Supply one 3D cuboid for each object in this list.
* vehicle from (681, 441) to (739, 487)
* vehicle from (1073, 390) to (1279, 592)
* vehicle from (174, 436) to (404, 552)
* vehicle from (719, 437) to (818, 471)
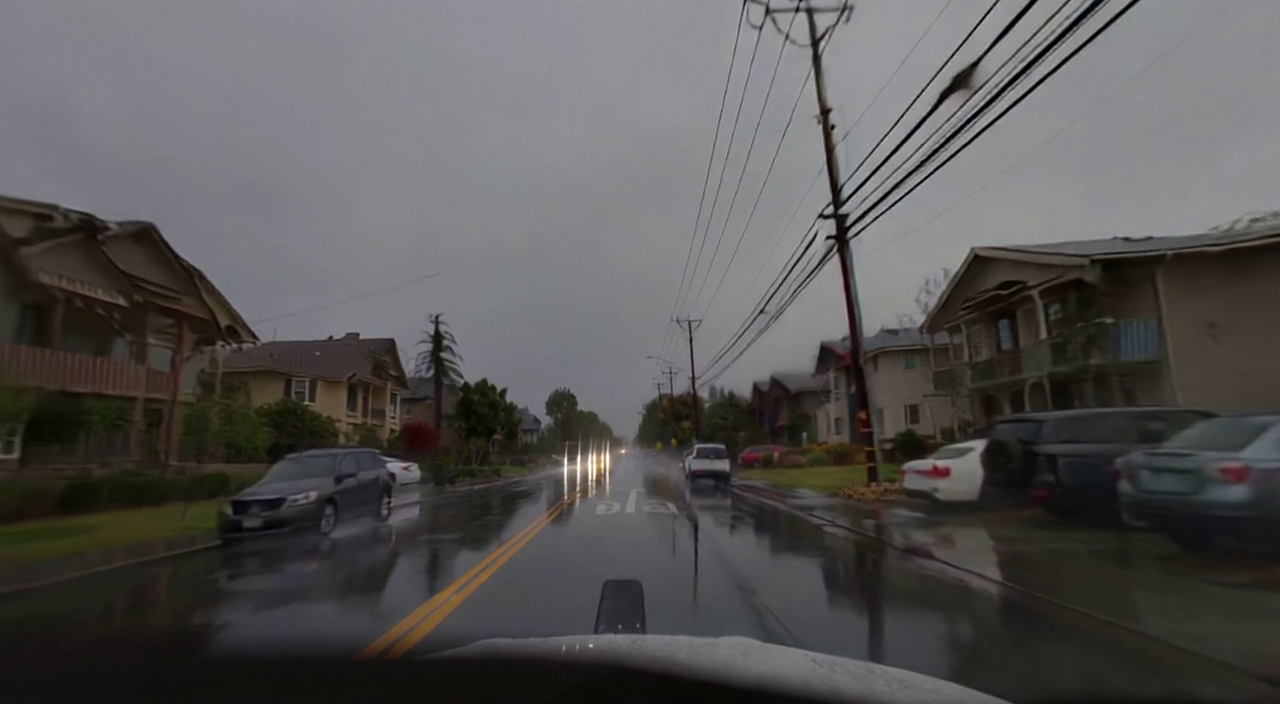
[{"bbox_3d":[2.850,4.678,26.686,1.945,1.792,3.903,0,-8,-1],"label":"vehicle"},{"bbox_3d":[6.912,1.113,5.209,2.764,1.753,5.704,-3,-7,2],"label":"vehicle"},{"bbox_3d":[-6.488,2.668,12.463,2.056,1.741,4.532,-2,-10,-2],"label":"vehicle"},{"bbox_3d":[7.422,5.959,36.983,5.288,1.871,2.148,0,-8,0],"label":"vehicle"}]
